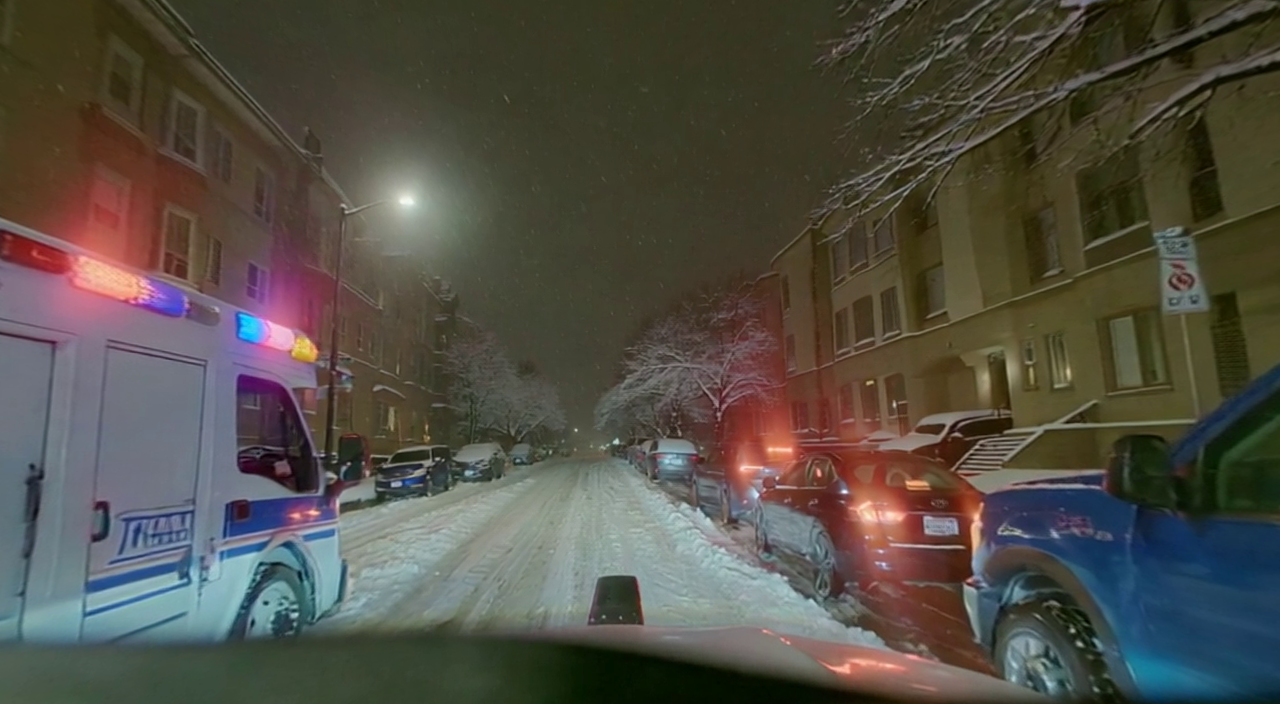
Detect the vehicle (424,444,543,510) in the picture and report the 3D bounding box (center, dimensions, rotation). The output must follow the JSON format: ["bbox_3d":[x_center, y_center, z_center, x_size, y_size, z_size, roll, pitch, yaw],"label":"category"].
[{"bbox_3d":[-3.982,3.230,16.936,1.966,1.515,4.394,0,-8,1],"label":"vehicle"}]

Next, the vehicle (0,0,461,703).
[{"bbox_3d":[-2.657,0.204,1.326,2.705,2.859,6.875,0,-8,-2],"label":"vehicle"}]

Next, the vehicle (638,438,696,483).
[{"bbox_3d":[1.026,4.425,26.034,1.878,1.664,4.033,1,-8,-5],"label":"vehicle"}]

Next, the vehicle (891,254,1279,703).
[{"bbox_3d":[2.669,0.534,0.580,2.369,1.761,5.836,0,-8,-1],"label":"vehicle"}]
